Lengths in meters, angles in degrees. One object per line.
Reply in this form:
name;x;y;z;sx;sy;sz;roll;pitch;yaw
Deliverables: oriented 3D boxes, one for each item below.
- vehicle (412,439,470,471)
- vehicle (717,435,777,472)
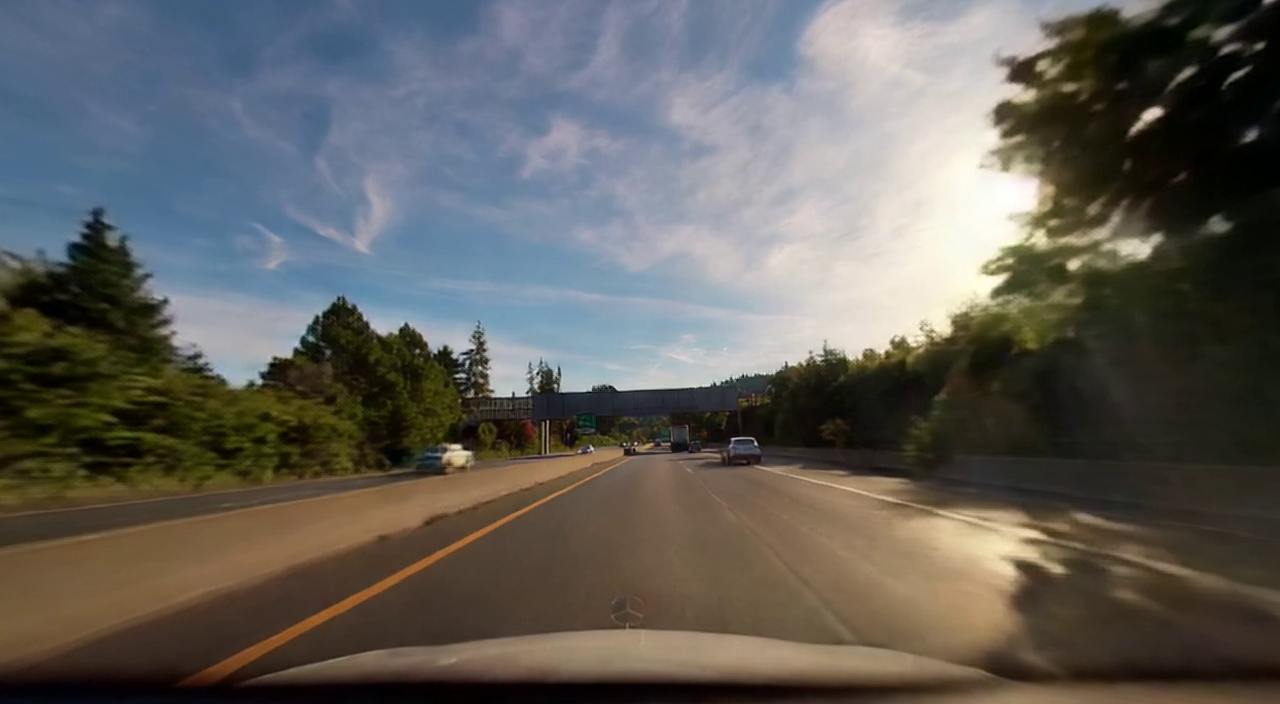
vehicle;-11.960;6.202;38.091;1.972;1.787;4.260;-1;-8;1
vehicle;4.719;4.537;28.339;1.954;1.550;4.140;0;-8;0
